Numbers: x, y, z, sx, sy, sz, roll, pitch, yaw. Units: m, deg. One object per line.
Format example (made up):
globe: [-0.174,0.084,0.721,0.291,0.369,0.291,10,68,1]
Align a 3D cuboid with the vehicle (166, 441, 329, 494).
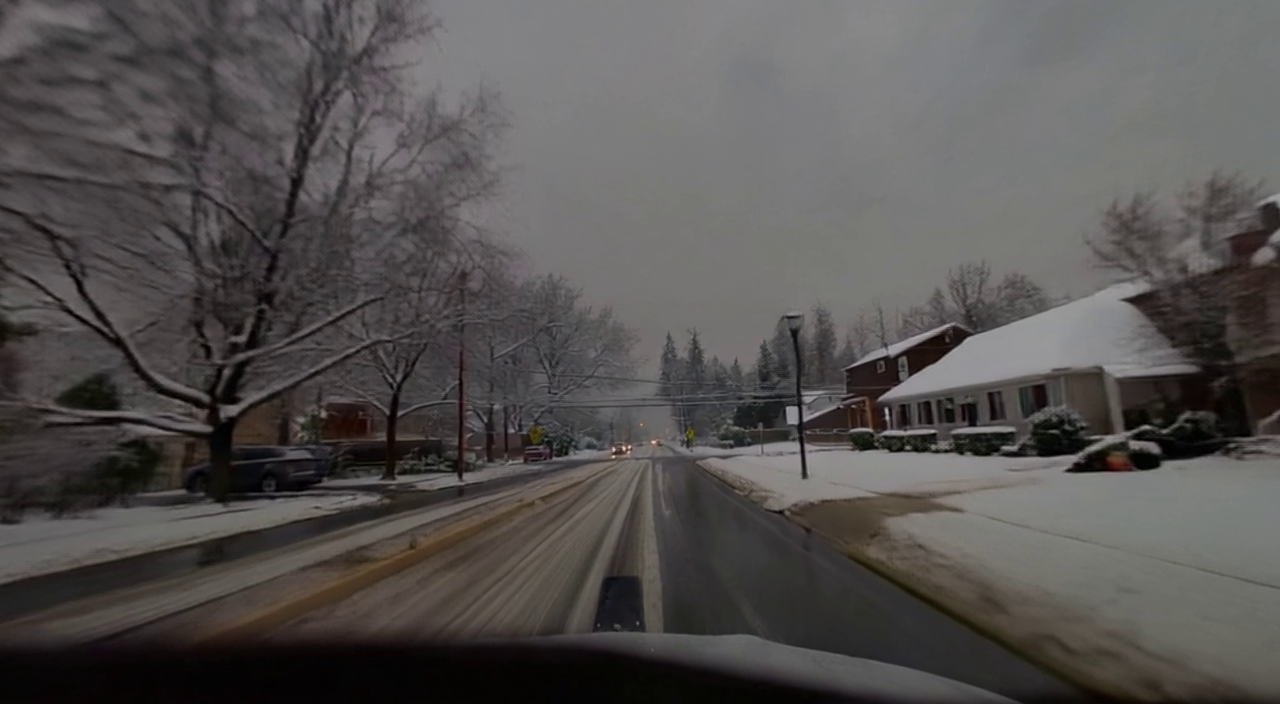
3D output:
vehicle: [-13.714,4.049,22.338,4.370,1.761,1.901,1,-9,-6]
